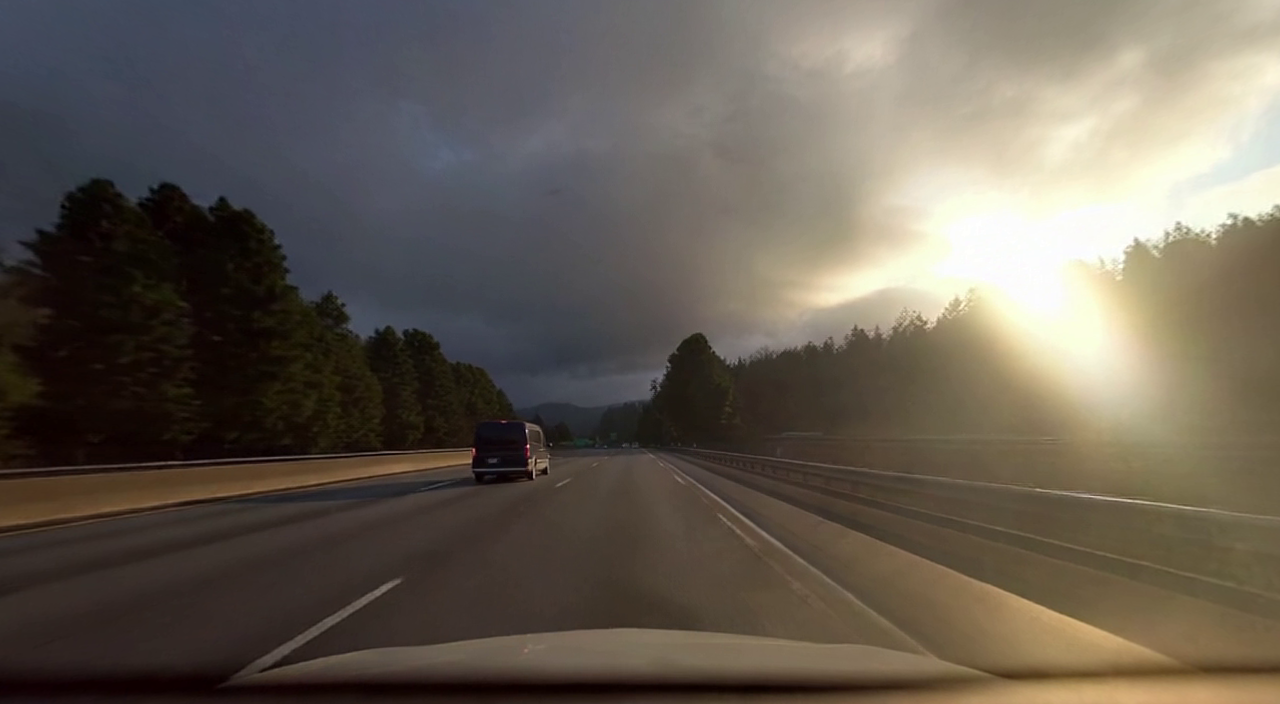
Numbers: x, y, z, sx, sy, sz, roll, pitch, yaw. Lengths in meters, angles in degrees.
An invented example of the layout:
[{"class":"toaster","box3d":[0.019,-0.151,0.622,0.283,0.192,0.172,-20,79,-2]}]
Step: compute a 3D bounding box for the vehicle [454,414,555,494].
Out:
[{"class":"vehicle","box3d":[-3.827,2.988,18.722,1.976,2.029,4.737,-1,-8,0]}]
